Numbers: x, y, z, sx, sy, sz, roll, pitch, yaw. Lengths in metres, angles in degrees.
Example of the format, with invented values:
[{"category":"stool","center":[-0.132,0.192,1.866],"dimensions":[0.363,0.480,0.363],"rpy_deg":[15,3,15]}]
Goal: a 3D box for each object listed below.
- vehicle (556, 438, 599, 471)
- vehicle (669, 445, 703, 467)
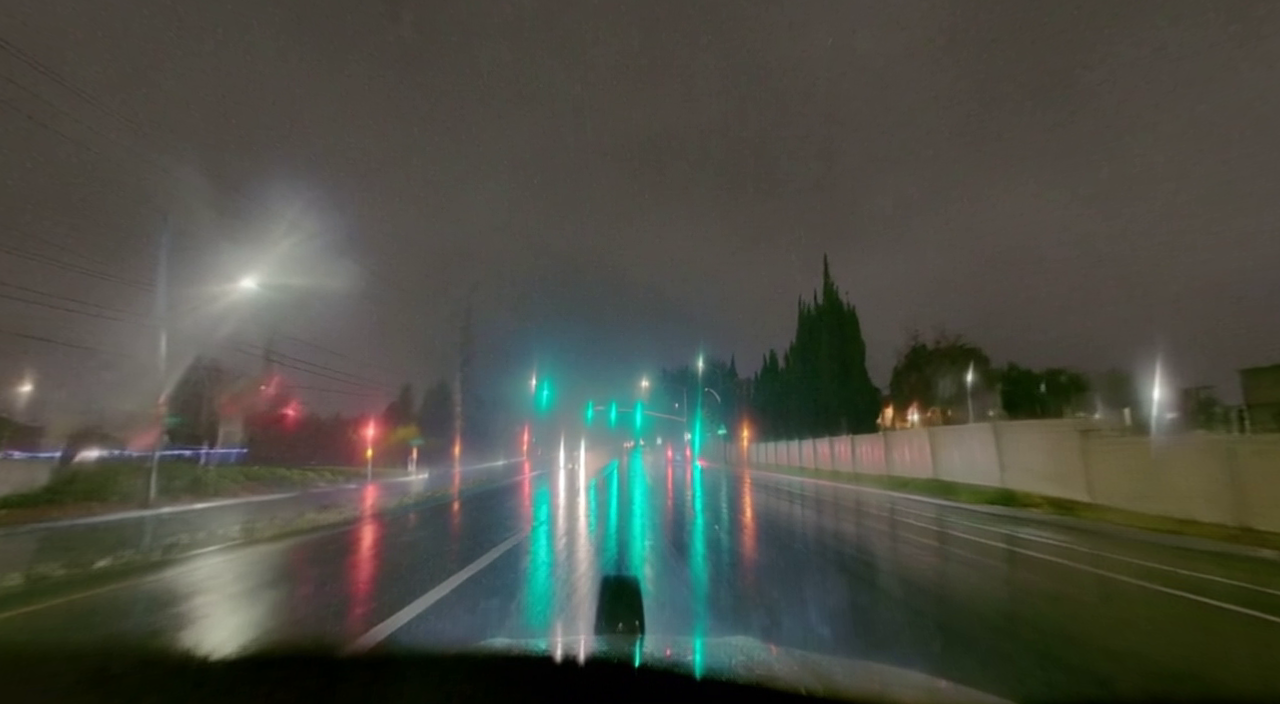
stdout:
[{"category":"vehicle","center":[-3.628,6.075,37.555],"dimensions":[2.078,1.832,4.746],"rpy_deg":[0,-9,0]},{"category":"vehicle","center":[3.274,7.518,45.819],"dimensions":[2.105,1.490,4.008],"rpy_deg":[0,-9,-1]}]
